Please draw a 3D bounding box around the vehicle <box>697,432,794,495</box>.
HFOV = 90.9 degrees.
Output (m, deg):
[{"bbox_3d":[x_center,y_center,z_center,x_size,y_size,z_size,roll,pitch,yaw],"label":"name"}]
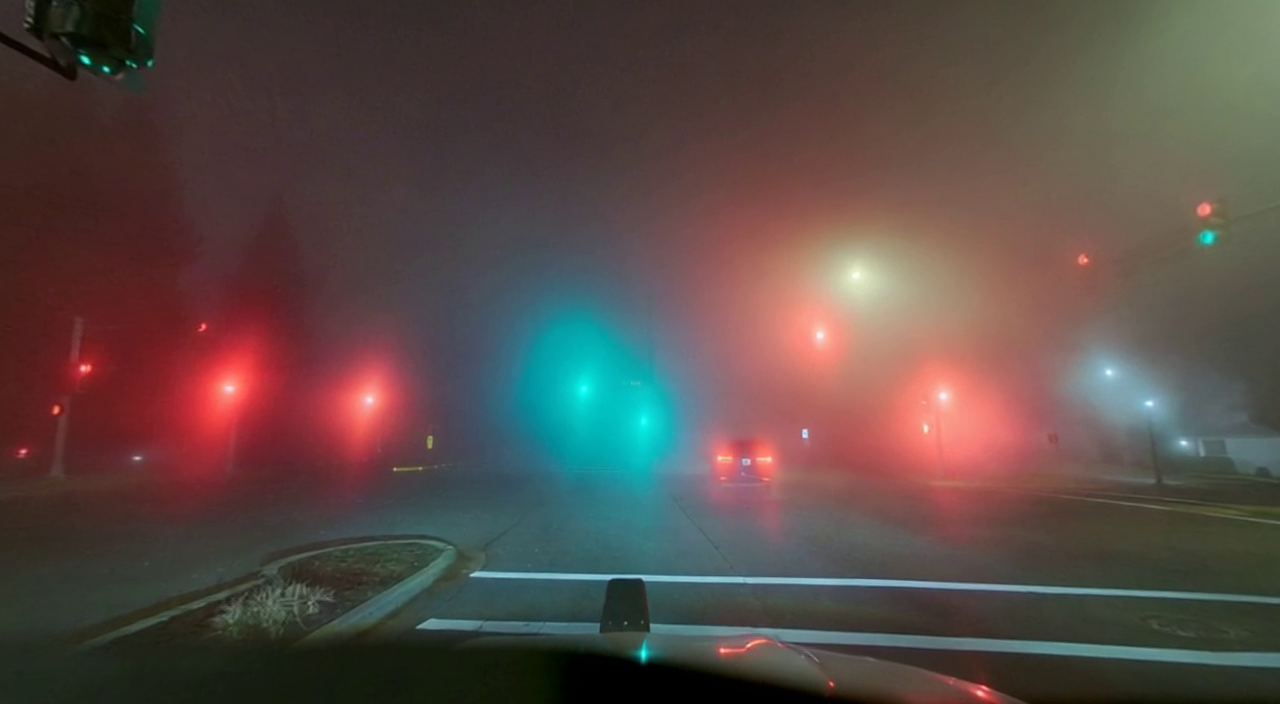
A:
[{"bbox_3d":[3.073,3.371,19.477,2.150,1.706,4.754,0,-8,0],"label":"vehicle"}]
